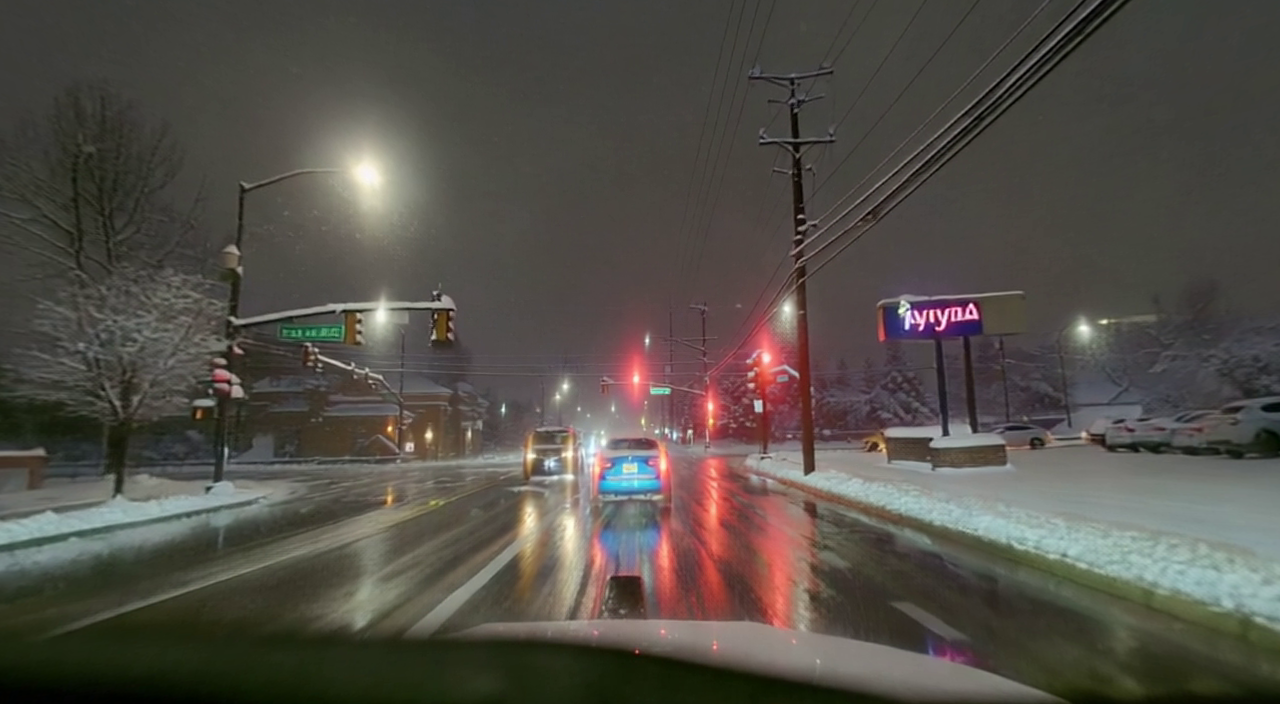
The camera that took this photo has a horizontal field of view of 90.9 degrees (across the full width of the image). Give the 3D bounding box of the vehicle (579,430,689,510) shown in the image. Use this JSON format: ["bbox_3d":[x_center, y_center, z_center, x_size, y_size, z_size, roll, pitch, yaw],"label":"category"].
[{"bbox_3d":[-0.183,2.527,14.010,2.070,1.481,4.216,0,-8,-2],"label":"vehicle"}]

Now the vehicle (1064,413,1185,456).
[{"bbox_3d":[18.612,3.184,24.188,4.446,1.511,1.977,4,-10,-29],"label":"vehicle"}]

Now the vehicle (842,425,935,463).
[{"bbox_3d":[10.547,3.951,27.165,1.842,1.471,4.481,1,-8,-6],"label":"vehicle"}]

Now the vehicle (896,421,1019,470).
[{"bbox_3d":[10.418,3.126,21.109,1.888,1.455,4.268,0,-8,0],"label":"vehicle"}]

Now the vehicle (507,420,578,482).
[{"bbox_3d":[-3.175,3.314,21.382,2.106,1.852,4.512,1,-8,-6],"label":"vehicle"}]
